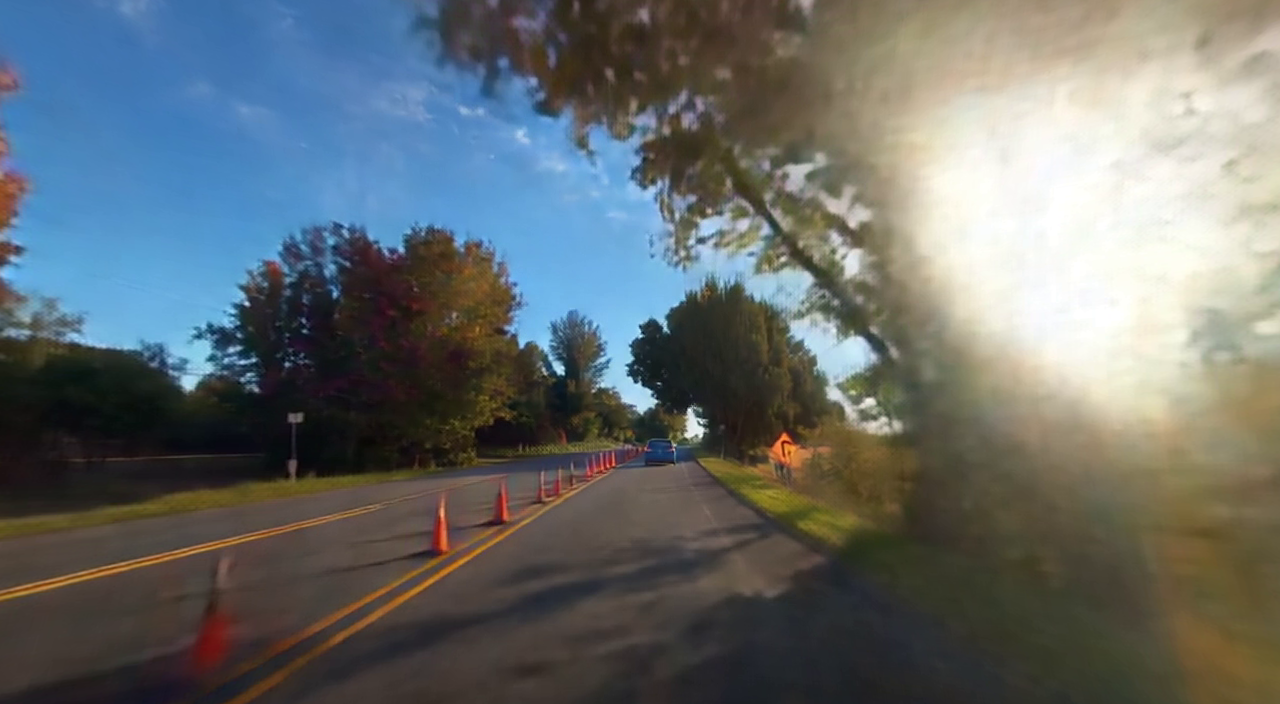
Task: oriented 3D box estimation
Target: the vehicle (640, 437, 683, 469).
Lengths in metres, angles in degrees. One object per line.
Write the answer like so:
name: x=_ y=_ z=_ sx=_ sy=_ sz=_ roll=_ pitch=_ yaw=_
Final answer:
vehicle: x=1.100 y=5.046 z=31.563 sx=2.042 sy=1.489 sz=3.963 roll=0 pitch=-8 yaw=3
